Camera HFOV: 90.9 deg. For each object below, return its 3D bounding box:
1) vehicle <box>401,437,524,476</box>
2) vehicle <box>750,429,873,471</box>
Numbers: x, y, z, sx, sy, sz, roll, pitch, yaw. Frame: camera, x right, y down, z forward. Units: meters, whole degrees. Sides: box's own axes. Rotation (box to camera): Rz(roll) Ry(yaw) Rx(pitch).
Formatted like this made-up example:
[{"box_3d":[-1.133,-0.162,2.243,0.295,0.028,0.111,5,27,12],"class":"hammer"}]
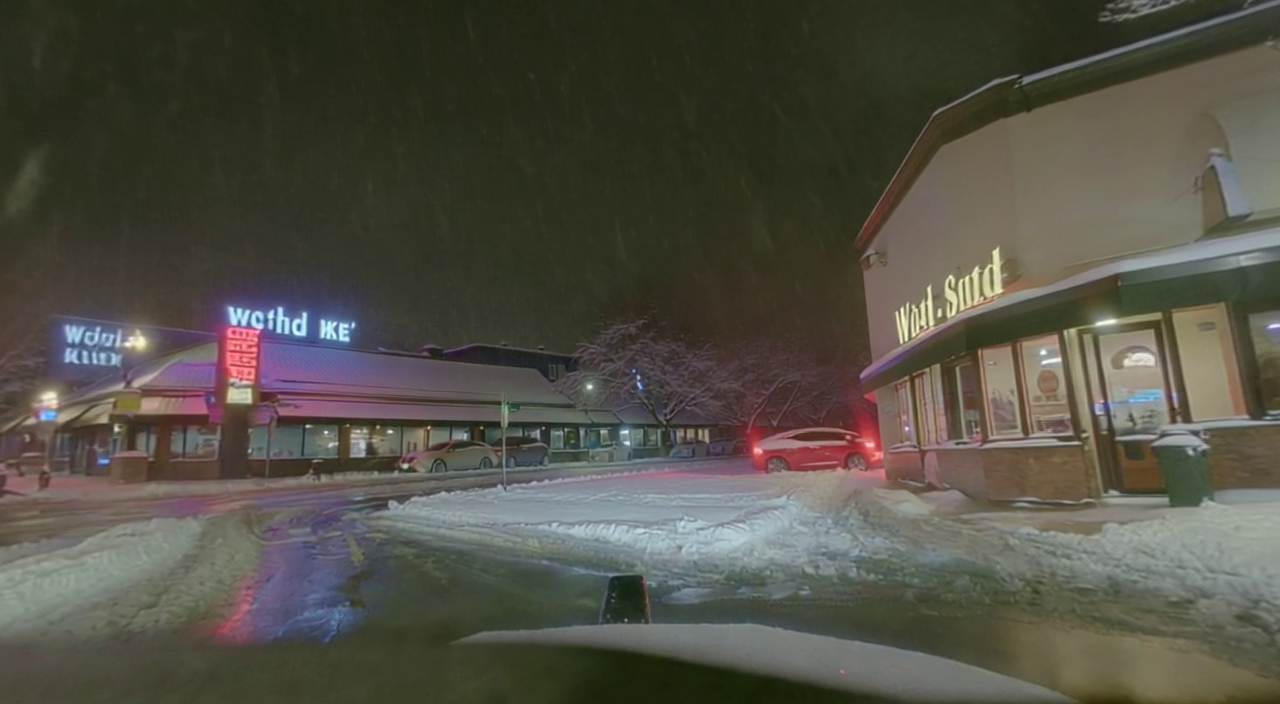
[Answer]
[{"box_3d":[-7.768,4.601,27.761,4.814,1.618,1.869,-2,-9,11],"class":"vehicle"},{"box_3d":[7.290,4.168,26.834,4.706,1.663,1.993,-4,-9,25],"class":"vehicle"}]
